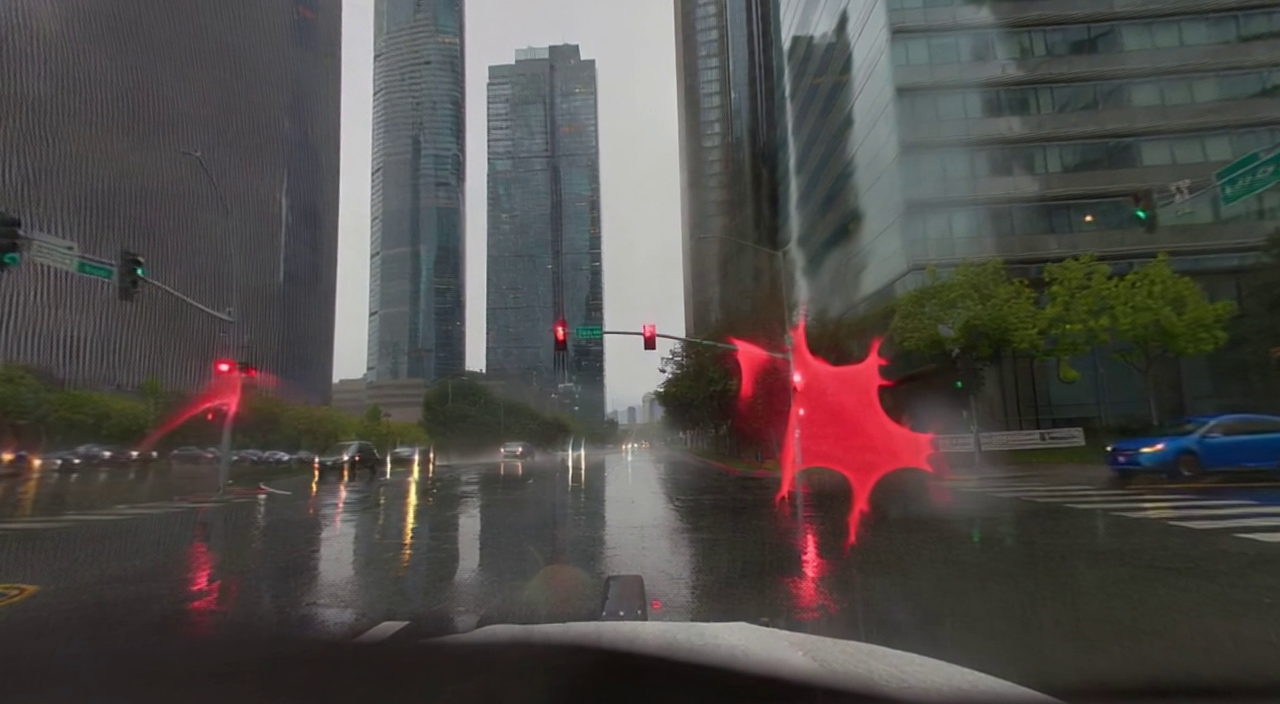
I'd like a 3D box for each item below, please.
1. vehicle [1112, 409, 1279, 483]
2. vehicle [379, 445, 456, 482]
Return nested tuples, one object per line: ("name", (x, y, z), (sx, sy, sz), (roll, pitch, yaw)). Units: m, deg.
("vehicle", (17.279, 2.760, 18.417), (5.315, 2.004, 1.977), (0, -9, -1))
("vehicle", (-11.682, 5.864, 33.448), (2.069, 1.771, 4.947), (0, -9, 3))
